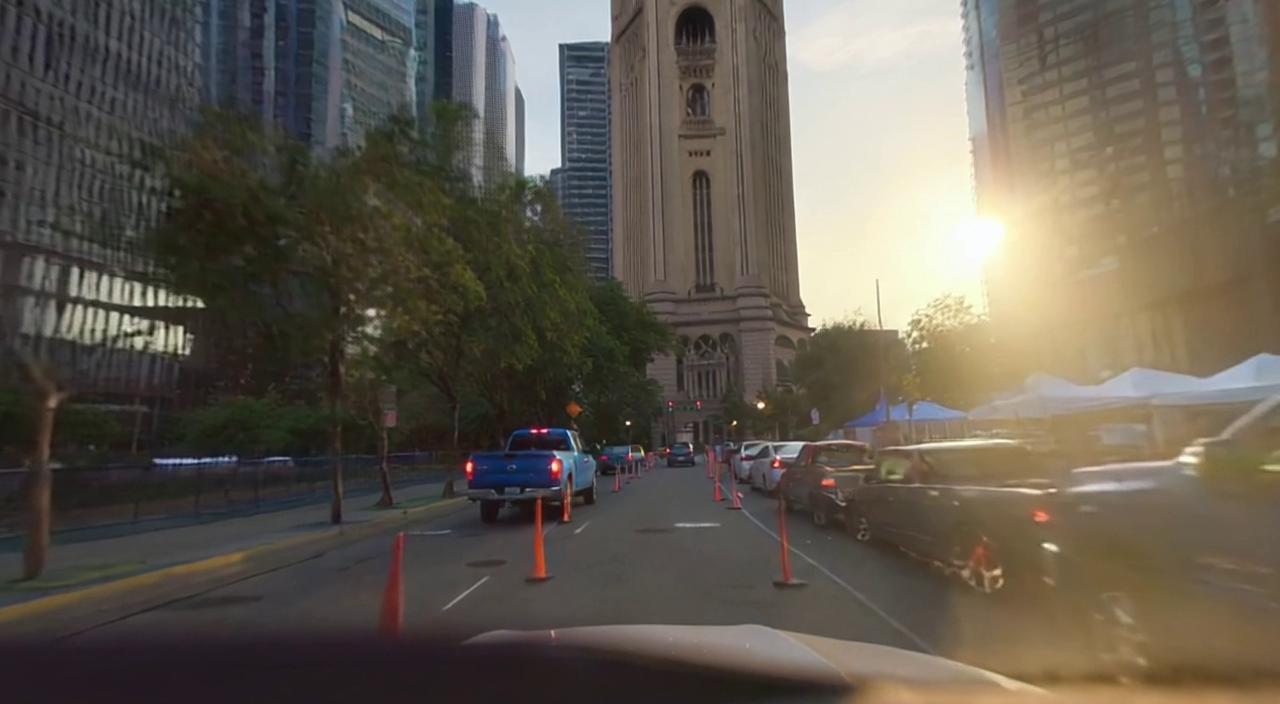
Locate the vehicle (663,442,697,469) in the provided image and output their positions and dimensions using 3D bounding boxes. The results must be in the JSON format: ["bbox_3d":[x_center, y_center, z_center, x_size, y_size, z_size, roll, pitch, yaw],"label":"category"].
[{"bbox_3d":[2.796,7.214,44.097,2.183,1.784,4.317,-1,-9,3],"label":"vehicle"}]

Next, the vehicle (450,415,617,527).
[{"bbox_3d":[-1.999,2.549,14.042,2.452,1.954,5.653,-1,-9,3],"label":"vehicle"}]

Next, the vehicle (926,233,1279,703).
[{"bbox_3d":[2.835,0.540,1.454,2.186,1.800,4.723,-1,-9,1],"label":"vehicle"}]

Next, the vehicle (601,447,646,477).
[{"bbox_3d":[-0.843,5.862,33.968,1.895,1.489,4.328,-1,-9,5],"label":"vehicle"}]
